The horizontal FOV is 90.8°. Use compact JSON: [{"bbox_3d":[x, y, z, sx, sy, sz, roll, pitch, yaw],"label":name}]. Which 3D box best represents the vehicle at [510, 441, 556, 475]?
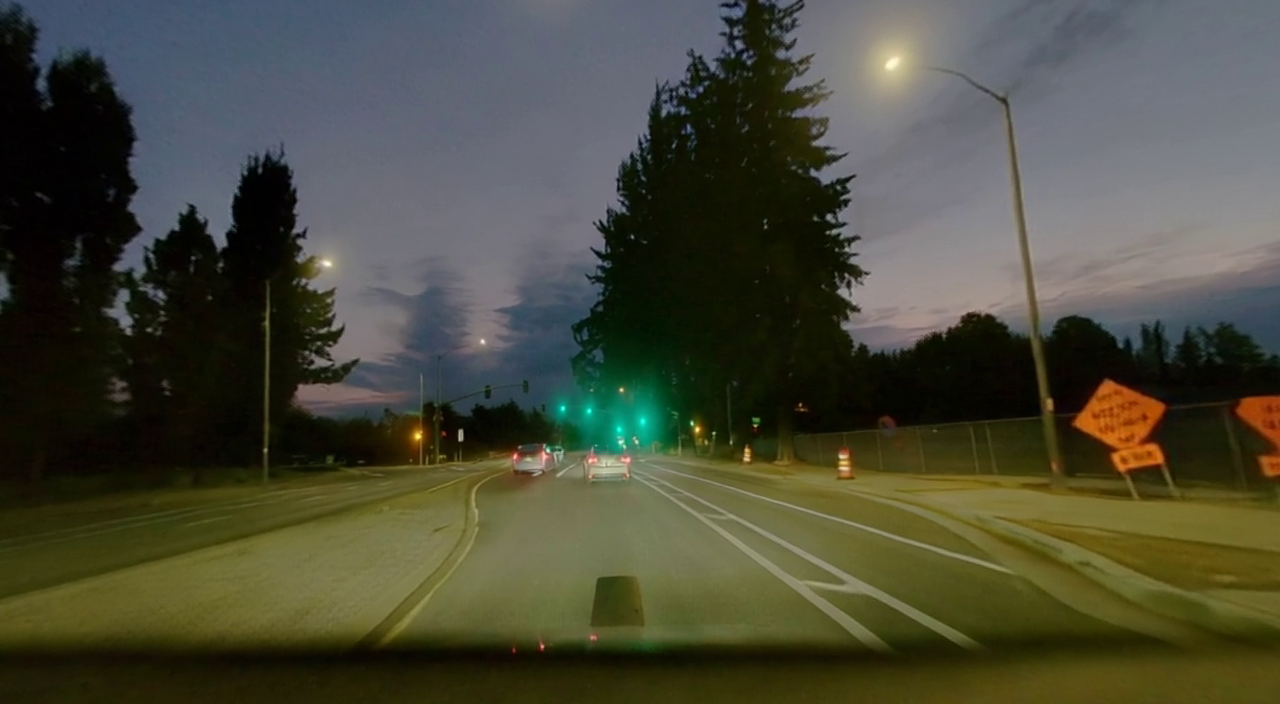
[{"bbox_3d":[-5.672,5.664,34.045,2.077,1.665,4.206,1,-9,-5],"label":"vehicle"}]

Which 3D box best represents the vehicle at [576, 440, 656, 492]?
[{"bbox_3d":[-0.943,3.734,21.121,2.266,1.508,4.430,1,-9,-7],"label":"vehicle"}]
